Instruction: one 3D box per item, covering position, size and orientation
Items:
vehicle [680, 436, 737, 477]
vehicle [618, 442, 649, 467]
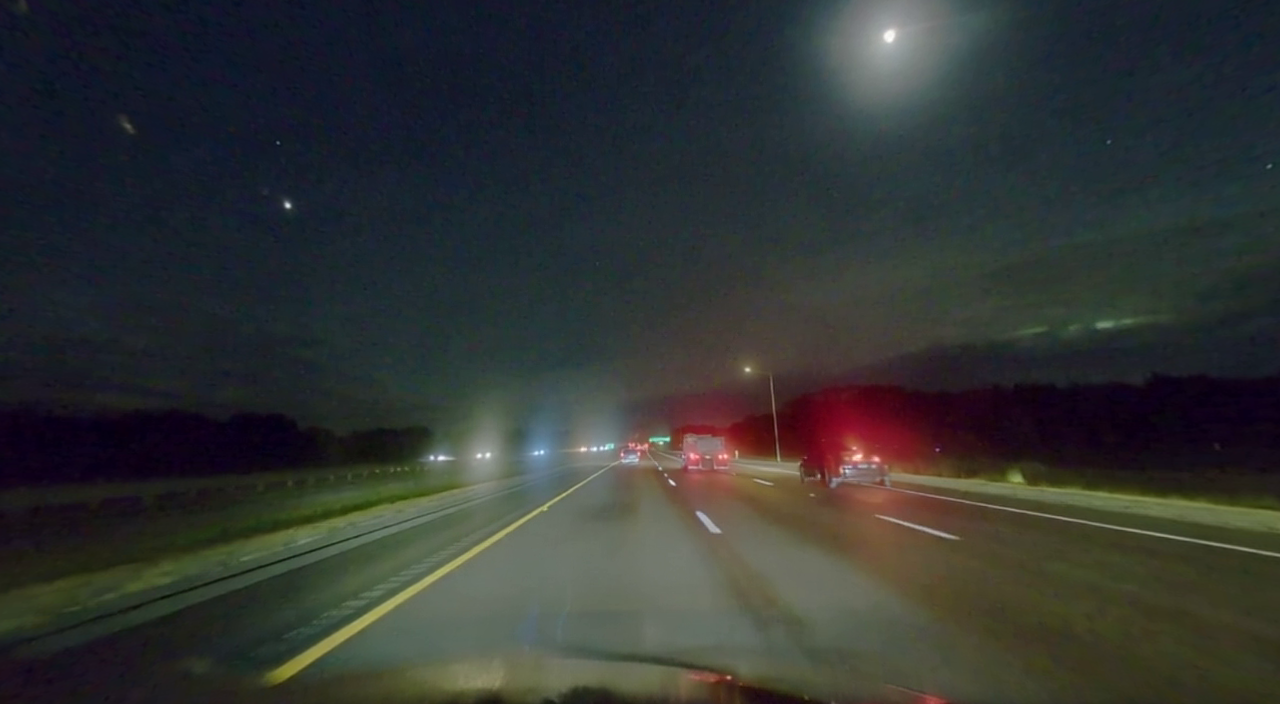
[{"bbox_3d":[3.267,5.102,30.936,2.269,1.839,4.554,0,-9,-1],"label":"vehicle"},{"bbox_3d":[-0.432,7.453,45.919,2.142,1.664,4.076,0,-9,1],"label":"vehicle"}]
